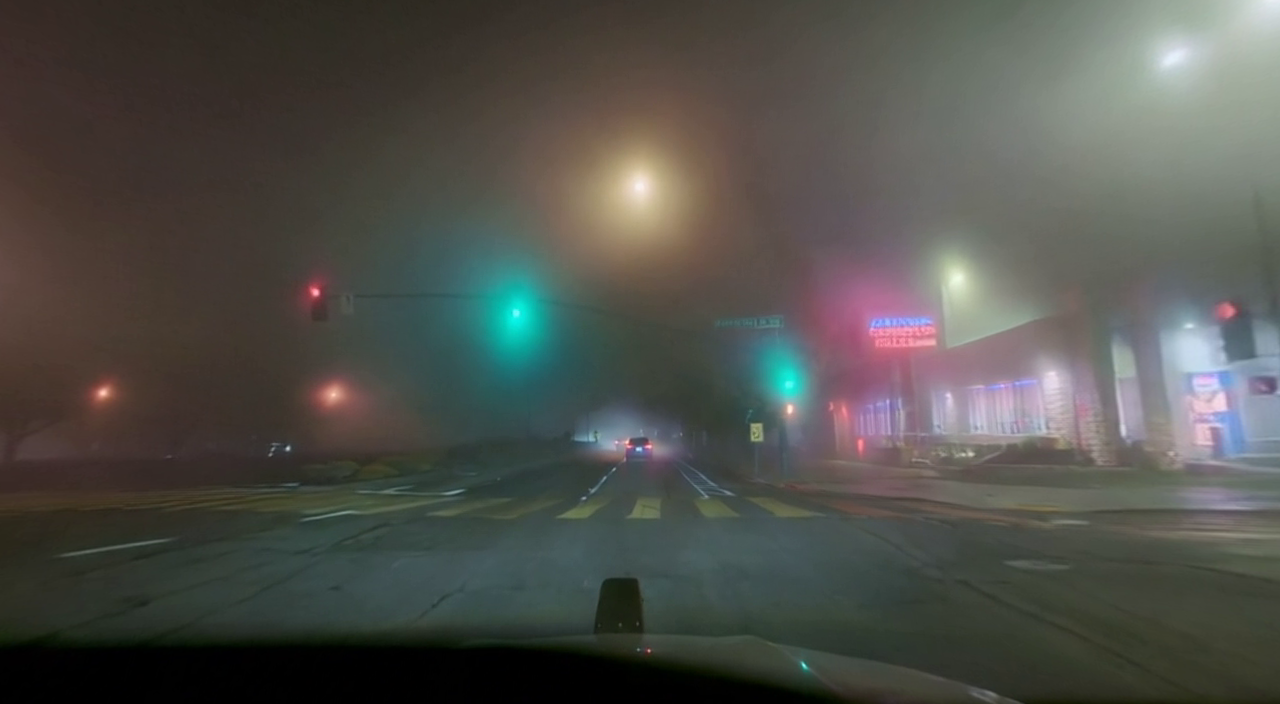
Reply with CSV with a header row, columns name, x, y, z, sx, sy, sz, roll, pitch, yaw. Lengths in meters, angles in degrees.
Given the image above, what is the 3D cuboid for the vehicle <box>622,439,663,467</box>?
name,x,y,z,sx,sy,sz,roll,pitch,yaw
vehicle,0.142,5.576,35.212,2.115,1.461,3.976,0,-8,1
